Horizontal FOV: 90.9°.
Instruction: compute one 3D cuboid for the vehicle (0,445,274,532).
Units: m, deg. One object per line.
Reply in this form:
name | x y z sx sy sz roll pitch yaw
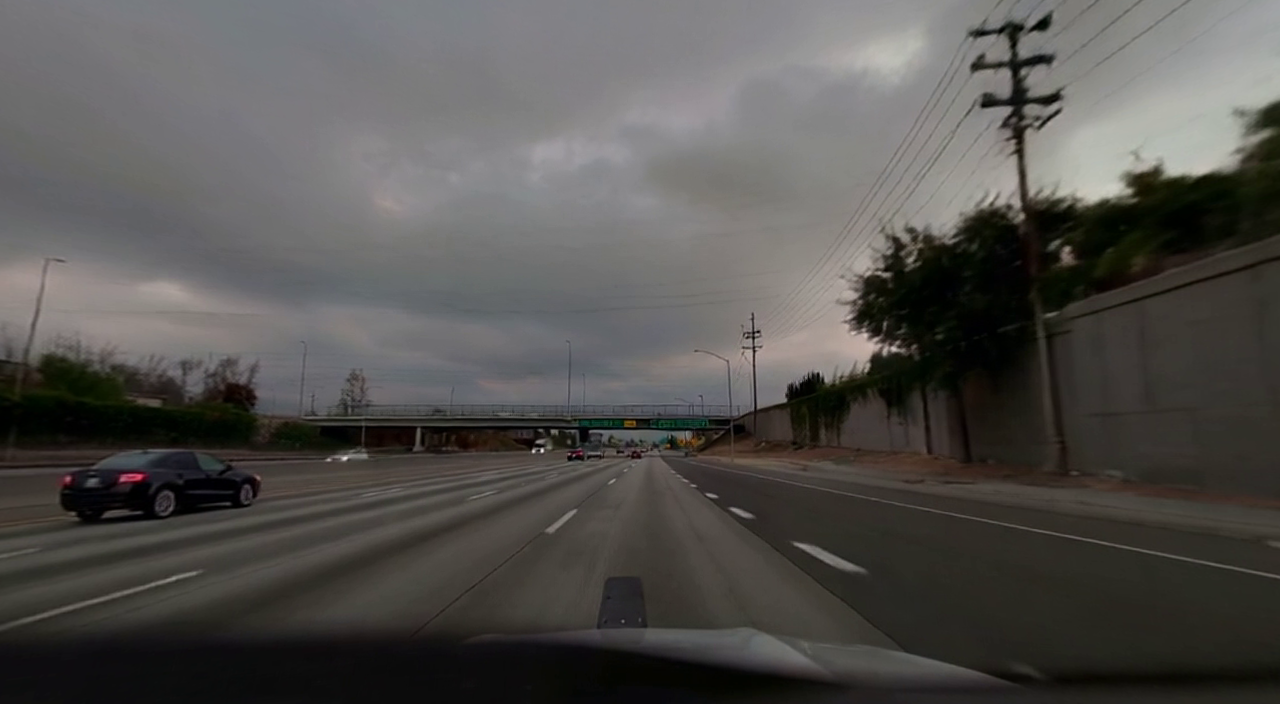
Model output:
vehicle | -10.102 2.693 13.210 2.056 1.476 4.562 0 -8 1
